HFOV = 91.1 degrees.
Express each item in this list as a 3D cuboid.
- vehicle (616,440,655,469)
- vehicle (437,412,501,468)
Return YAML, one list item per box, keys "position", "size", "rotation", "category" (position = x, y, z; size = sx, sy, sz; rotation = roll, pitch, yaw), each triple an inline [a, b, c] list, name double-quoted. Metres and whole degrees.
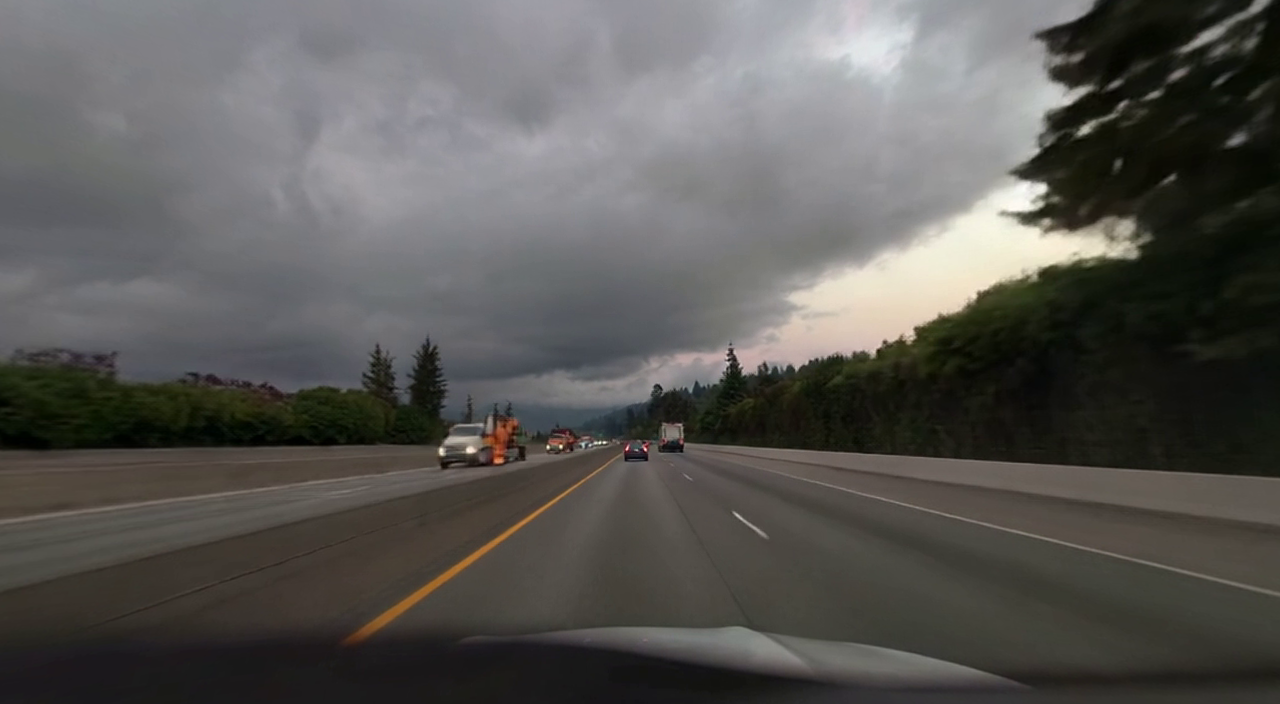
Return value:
- position: [-0.248, 5.579, 34.495]
  size: [2.004, 1.472, 4.075]
  rotation: [0, -8, 0]
  category: "vehicle"
- position: [-13.014, 6.765, 48.414]
  size: [3.010, 3.976, 6.420]
  rotation: [-1, -8, 1]
  category: "vehicle"
